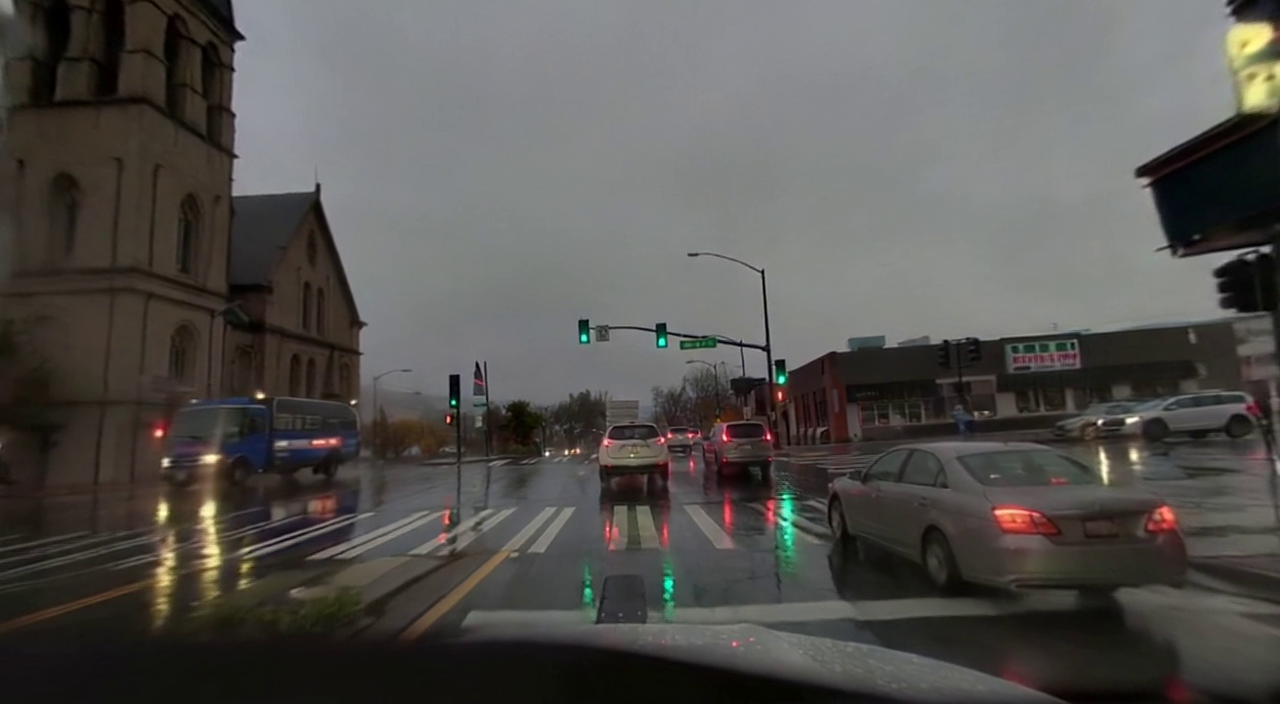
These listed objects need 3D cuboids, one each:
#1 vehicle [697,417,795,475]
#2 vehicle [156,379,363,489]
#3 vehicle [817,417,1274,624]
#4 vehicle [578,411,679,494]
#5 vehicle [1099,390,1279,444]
[{"bbox_3d":[2.933,2.745,18.489,1.890,1.491,4.166,0,-8,-4],"label":"vehicle"},{"bbox_3d":[-15.011,3.442,26.160,3.126,3.773,8.662,0,-8,0],"label":"vehicle"},{"bbox_3d":[3.577,1.543,6.857,1.883,1.472,4.471,0,-8,-2],"label":"vehicle"},{"bbox_3d":[-0.389,2.470,15.763,2.168,1.776,4.135,0,-8,-4],"label":"vehicle"},{"bbox_3d":[17.309,2.074,19.794,4.255,1.590,1.999,0,-8,-1],"label":"vehicle"}]
